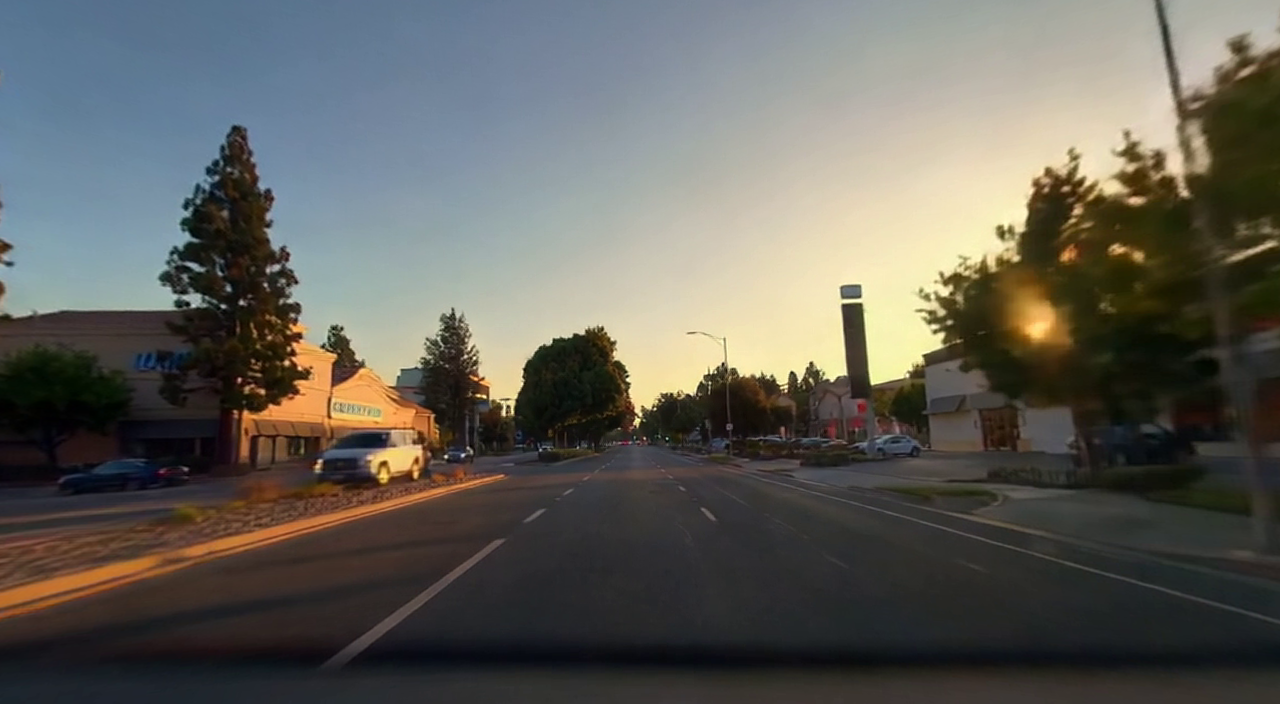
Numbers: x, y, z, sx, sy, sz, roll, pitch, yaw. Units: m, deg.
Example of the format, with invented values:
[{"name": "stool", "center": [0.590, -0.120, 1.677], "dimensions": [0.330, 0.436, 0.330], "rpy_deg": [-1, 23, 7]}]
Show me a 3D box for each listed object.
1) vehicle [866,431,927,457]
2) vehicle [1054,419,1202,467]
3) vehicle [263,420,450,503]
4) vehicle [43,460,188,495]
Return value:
[{"name": "vehicle", "center": [16.905, 6.078, 41.541], "dimensions": [4.277, 1.605, 1.920], "rpy_deg": [7, -11, -41]}, {"name": "vehicle", "center": [16.801, 3.132, 21.760], "dimensions": [4.647, 1.514, 1.891], "rpy_deg": [4, -9, -23]}, {"name": "vehicle", "center": [-7.457, 2.982, 17.678], "dimensions": [2.452, 1.905, 6.188], "rpy_deg": [0, -8, -1]}, {"name": "vehicle", "center": [-23.037, 5.505, 27.888], "dimensions": [4.578, 1.448, 1.904], "rpy_deg": [0, -8, -2]}]
